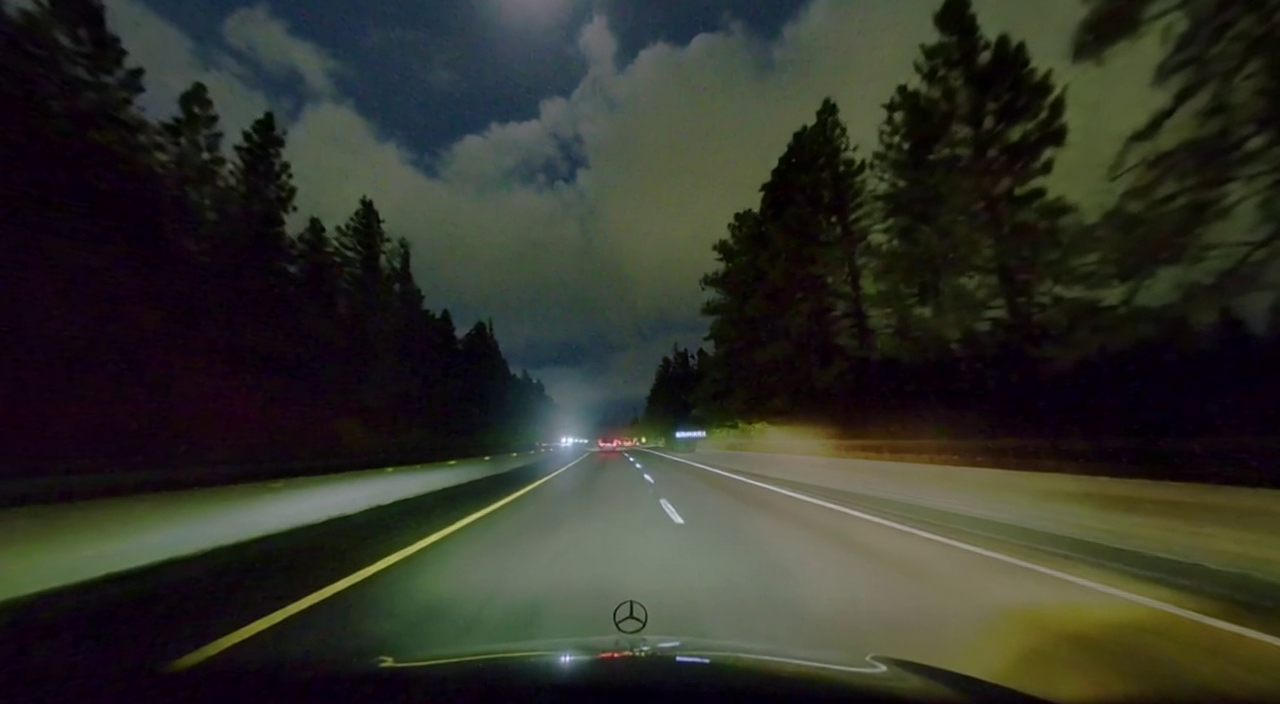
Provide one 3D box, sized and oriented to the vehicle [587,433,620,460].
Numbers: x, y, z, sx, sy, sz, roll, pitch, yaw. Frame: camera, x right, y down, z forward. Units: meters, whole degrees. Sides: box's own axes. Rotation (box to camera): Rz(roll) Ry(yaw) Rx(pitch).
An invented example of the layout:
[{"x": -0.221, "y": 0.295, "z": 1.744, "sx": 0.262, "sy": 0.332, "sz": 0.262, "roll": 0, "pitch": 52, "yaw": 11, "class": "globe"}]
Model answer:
[{"x": -2.798, "y": 7.339, "z": 48.927, "sx": 2.376, "sy": 1.977, "sz": 5.369, "roll": 0, "pitch": -8, "yaw": -2, "class": "vehicle"}]
